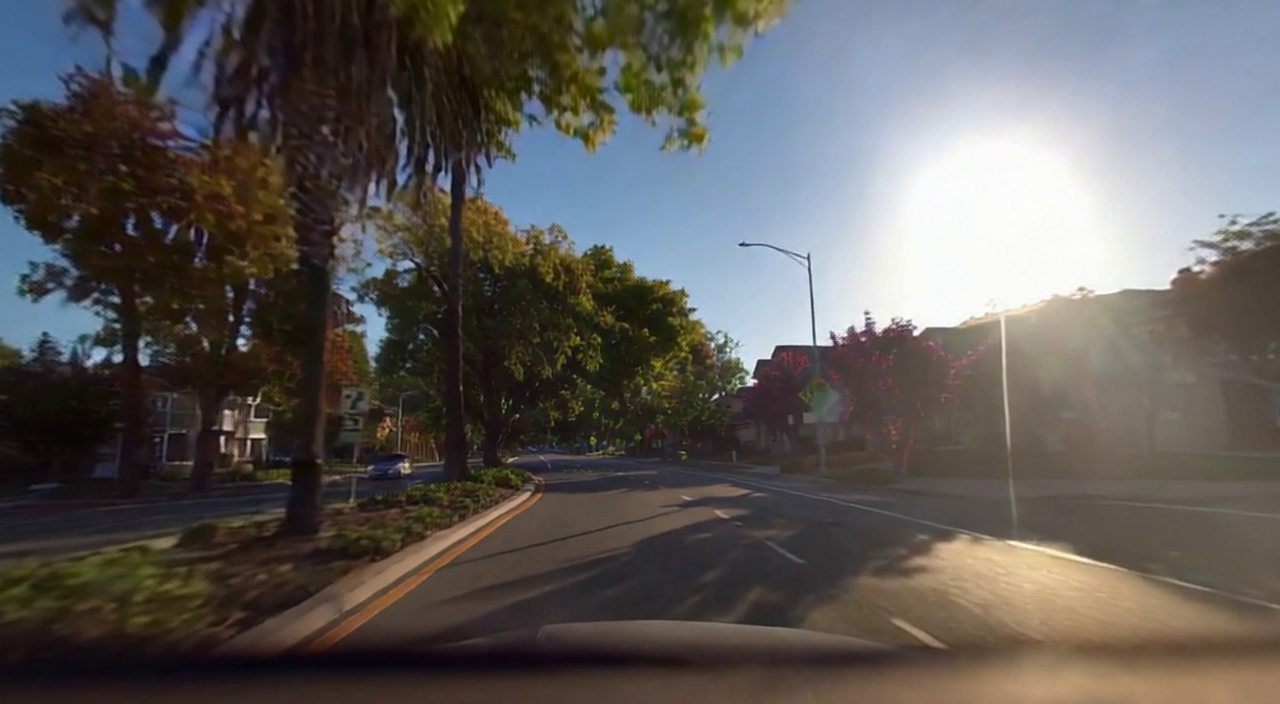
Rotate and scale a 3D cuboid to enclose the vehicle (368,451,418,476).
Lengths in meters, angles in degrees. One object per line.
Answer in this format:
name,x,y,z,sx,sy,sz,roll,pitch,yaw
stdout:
vehicle,-15.801,7.117,40.523,1.965,1.492,4.498,1,-9,-8
